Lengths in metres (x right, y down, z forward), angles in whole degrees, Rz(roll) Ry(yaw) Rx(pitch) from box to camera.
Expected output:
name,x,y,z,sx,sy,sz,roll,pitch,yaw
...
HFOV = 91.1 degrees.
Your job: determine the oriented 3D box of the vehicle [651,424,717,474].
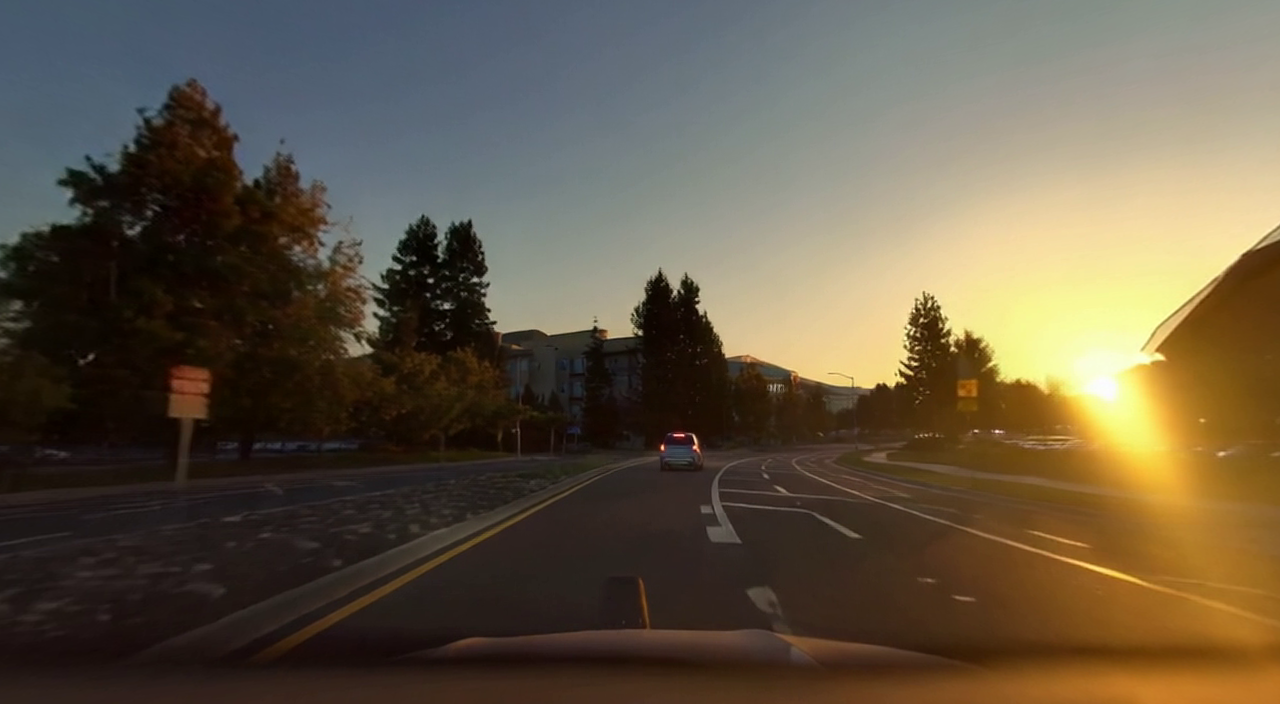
name,x,y,z,sx,sy,sz,roll,pitch,yaw
vehicle,2.042,4.220,27.376,2.371,1.926,5.615,-1,-9,9
